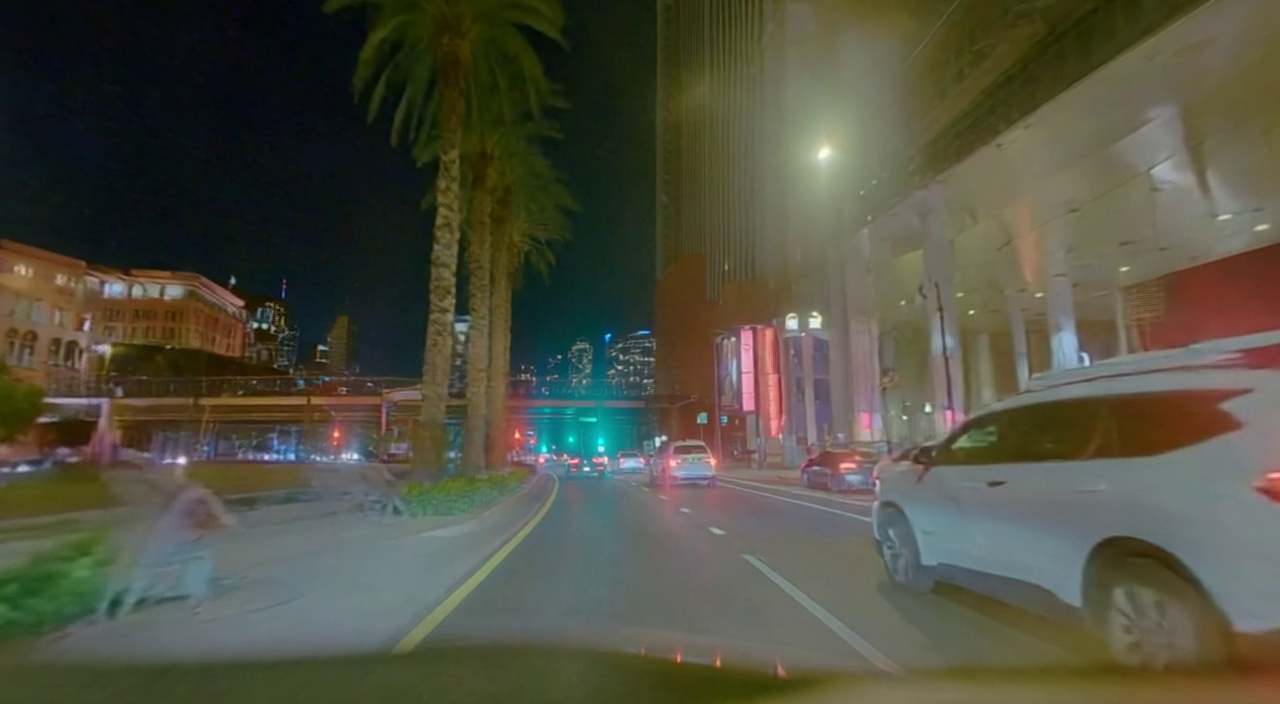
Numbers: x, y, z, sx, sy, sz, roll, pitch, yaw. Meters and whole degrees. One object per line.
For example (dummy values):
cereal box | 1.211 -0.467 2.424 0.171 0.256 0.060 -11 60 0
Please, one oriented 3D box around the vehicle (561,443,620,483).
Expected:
vehicle | -2.333 4.969 28.639 2.332 1.625 4.933 1 -9 -8

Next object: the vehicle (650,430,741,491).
vehicle | 1.866 3.962 23.455 2.407 1.991 5.130 1 -9 -6

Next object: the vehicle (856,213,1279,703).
vehicle | 3.531 0.802 3.836 2.434 2.171 5.098 0 -9 -2
